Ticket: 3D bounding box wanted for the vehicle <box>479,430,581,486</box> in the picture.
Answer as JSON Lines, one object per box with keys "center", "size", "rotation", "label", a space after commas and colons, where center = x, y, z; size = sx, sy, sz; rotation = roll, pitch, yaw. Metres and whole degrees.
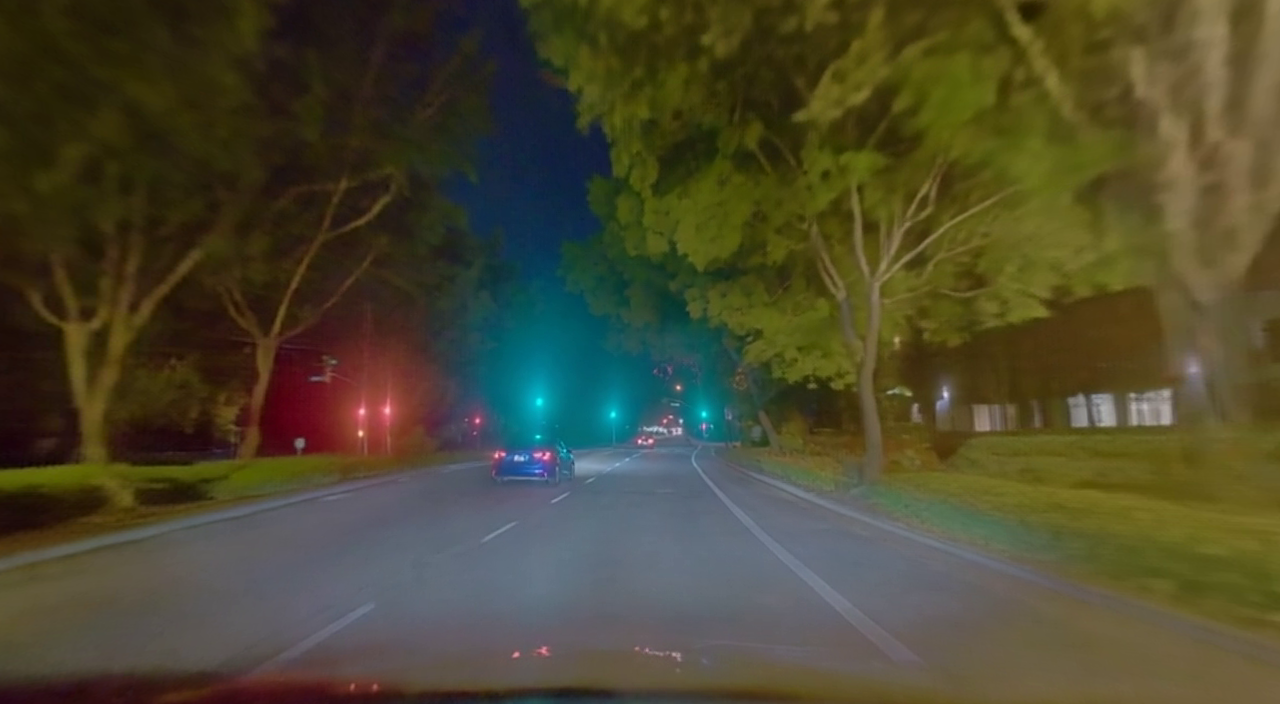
{"center": [-3.125, 3.144, 19.086], "size": [2.038, 1.486, 4.678], "rotation": [-1, -8, 3], "label": "vehicle"}
